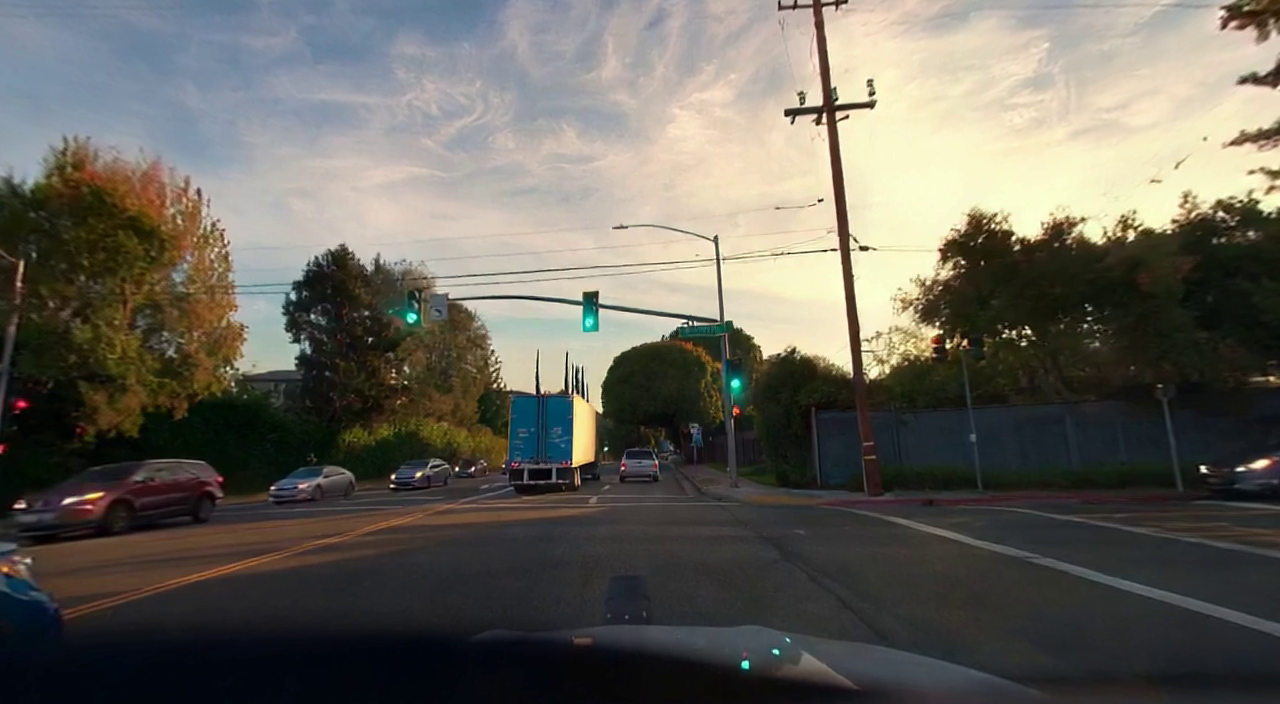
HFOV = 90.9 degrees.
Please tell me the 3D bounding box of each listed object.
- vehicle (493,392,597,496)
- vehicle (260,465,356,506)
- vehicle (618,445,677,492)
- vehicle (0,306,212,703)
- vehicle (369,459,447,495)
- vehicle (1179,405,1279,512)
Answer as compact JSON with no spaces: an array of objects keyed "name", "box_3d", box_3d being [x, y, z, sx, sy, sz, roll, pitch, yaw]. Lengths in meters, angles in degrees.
[{"name":"vehicle","box_3d":[-3.645,3.902,26.775,2.928,3.658,8.980,0,-9,1]},{"name":"vehicle","box_3d":[-15.256,6.126,29.285,1.933,1.606,4.553,0,-9,1]},{"name":"vehicle","box_3d":[0.295,4.633,25.481,2.174,1.749,4.113,0,-8,1]},{"name":"vehicle","box_3d":[-3.176,0.578,0.809,2.093,1.832,4.508,0,-9,-1]},{"name":"vehicle","box_3d":[-11.988,6.483,32.975,2.290,1.644,4.553,0,-9,1]},{"name":"vehicle","box_3d":[12.978,1.882,11.259,4.628,1.751,1.997,-1,-9,5]}]
